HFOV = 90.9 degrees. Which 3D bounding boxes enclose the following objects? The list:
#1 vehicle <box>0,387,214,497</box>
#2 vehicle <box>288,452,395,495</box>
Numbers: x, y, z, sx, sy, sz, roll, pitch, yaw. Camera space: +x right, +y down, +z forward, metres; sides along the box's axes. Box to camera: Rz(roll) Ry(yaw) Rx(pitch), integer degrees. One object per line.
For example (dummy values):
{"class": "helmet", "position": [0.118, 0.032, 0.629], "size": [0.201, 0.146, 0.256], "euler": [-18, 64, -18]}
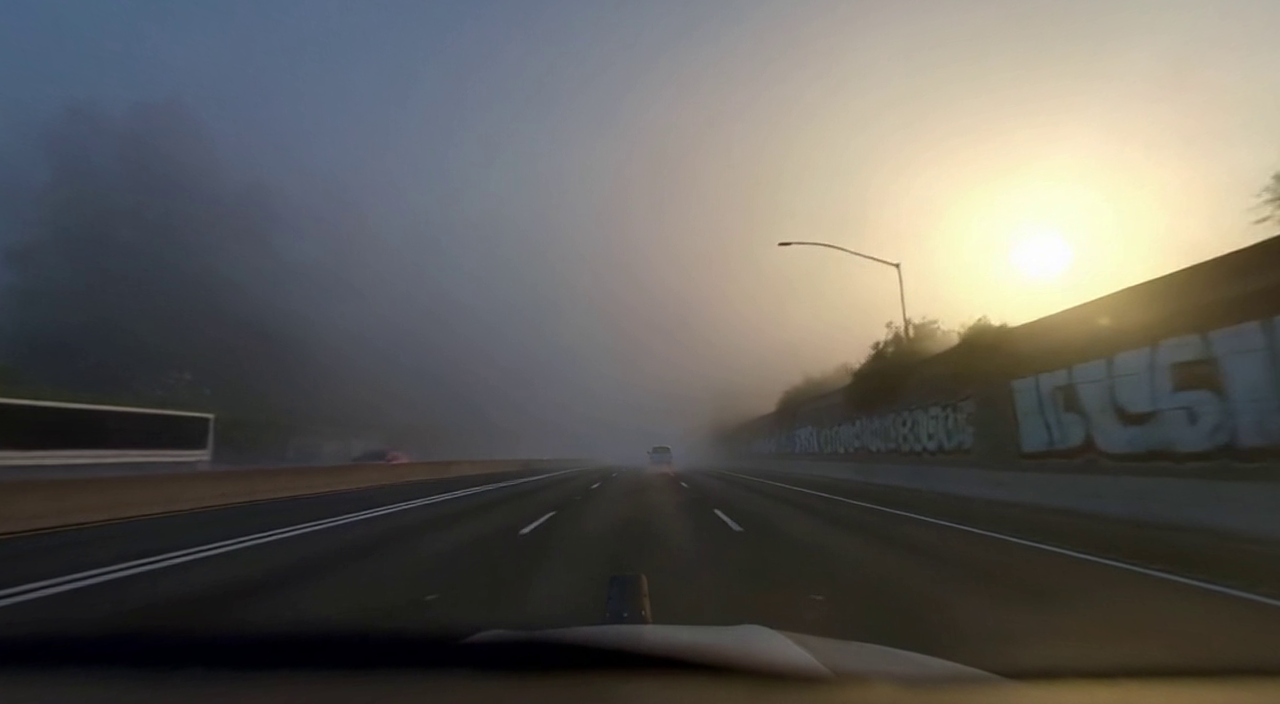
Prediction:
{"class": "vehicle", "position": [-25.222, 3.882, 26.810], "size": [2.885, 4.105, 14.085], "euler": [-1, -9, 7]}
{"class": "vehicle", "position": [-12.037, 4.884, 25.799], "size": [2.025, 1.564, 4.626], "euler": [0, -9, 1]}
